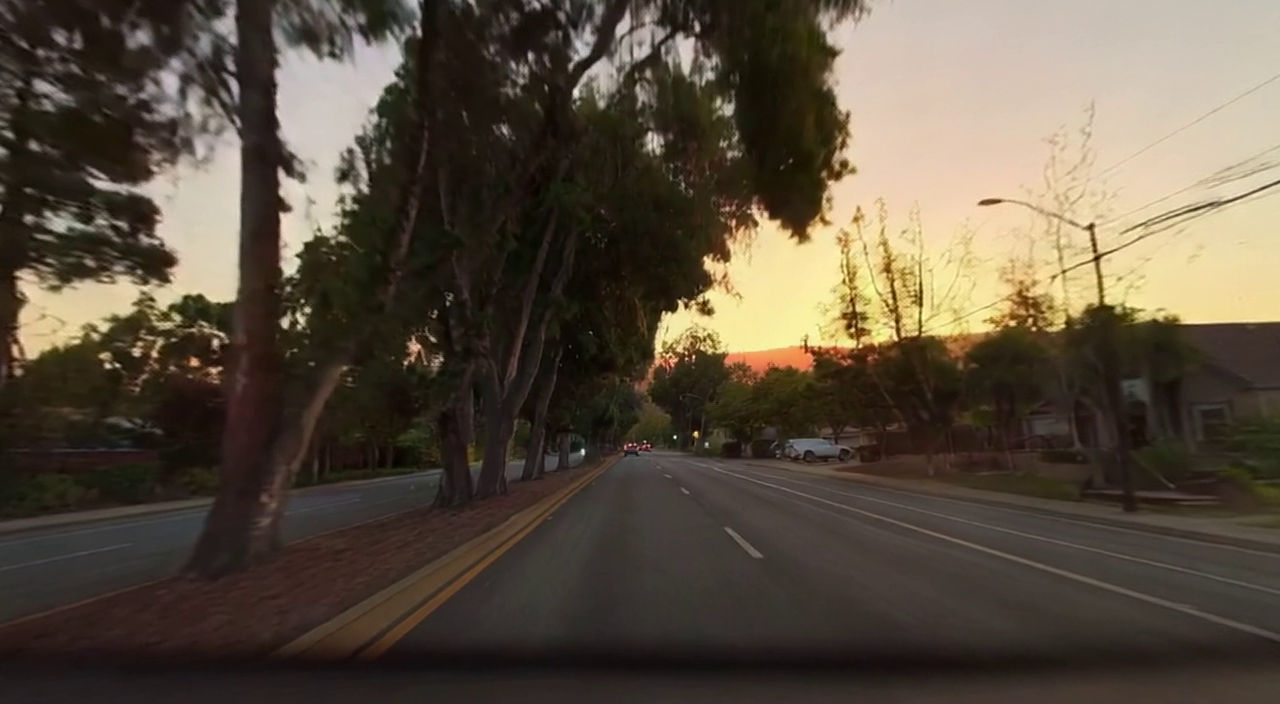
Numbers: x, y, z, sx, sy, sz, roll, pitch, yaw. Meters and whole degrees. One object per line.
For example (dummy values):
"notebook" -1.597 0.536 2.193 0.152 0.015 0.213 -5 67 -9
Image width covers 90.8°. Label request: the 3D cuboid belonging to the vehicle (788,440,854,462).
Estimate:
"vehicle" 14.076 7.725 49.247 4.513 1.619 1.905 1 -9 -8
